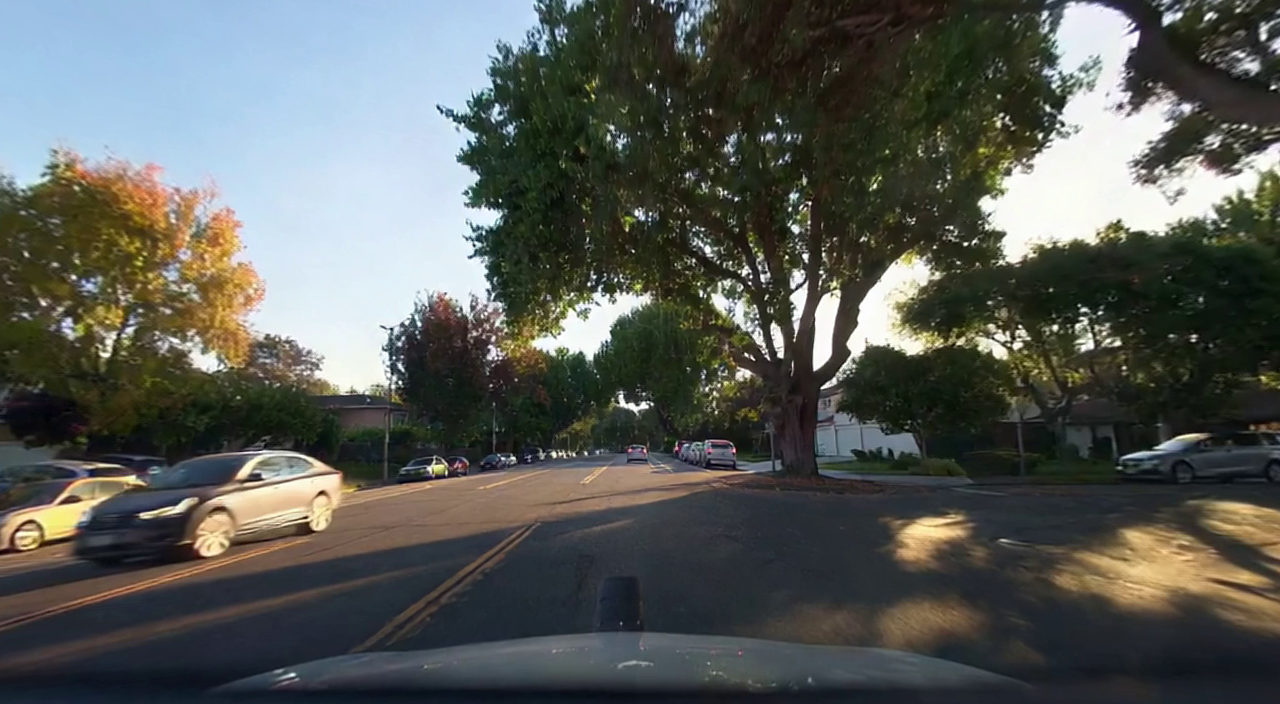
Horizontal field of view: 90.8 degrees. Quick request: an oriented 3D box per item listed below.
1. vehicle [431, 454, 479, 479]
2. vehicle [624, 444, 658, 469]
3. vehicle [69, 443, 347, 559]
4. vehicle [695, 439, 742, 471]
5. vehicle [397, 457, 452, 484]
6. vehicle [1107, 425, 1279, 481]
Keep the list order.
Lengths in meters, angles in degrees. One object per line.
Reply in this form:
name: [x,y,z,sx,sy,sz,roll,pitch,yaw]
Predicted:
vehicle: [-12.879,7.983,44.295,1.880,1.523,4.833,0,-9,1]
vehicle: [0.017,6.435,39.044,2.022,1.471,3.973,0,-9,-1]
vehicle: [-7.409,2.537,11.563,1.990,1.684,4.347,0,-9,0]
vehicle: [4.650,6.177,38.124,2.022,1.799,5.105,0,-9,-2]
vehicle: [-13.005,7.172,38.403,1.834,1.467,4.357,0,-9,0]
vehicle: [18.738,3.330,20.962,4.755,1.733,2.029,0,-9,1]
